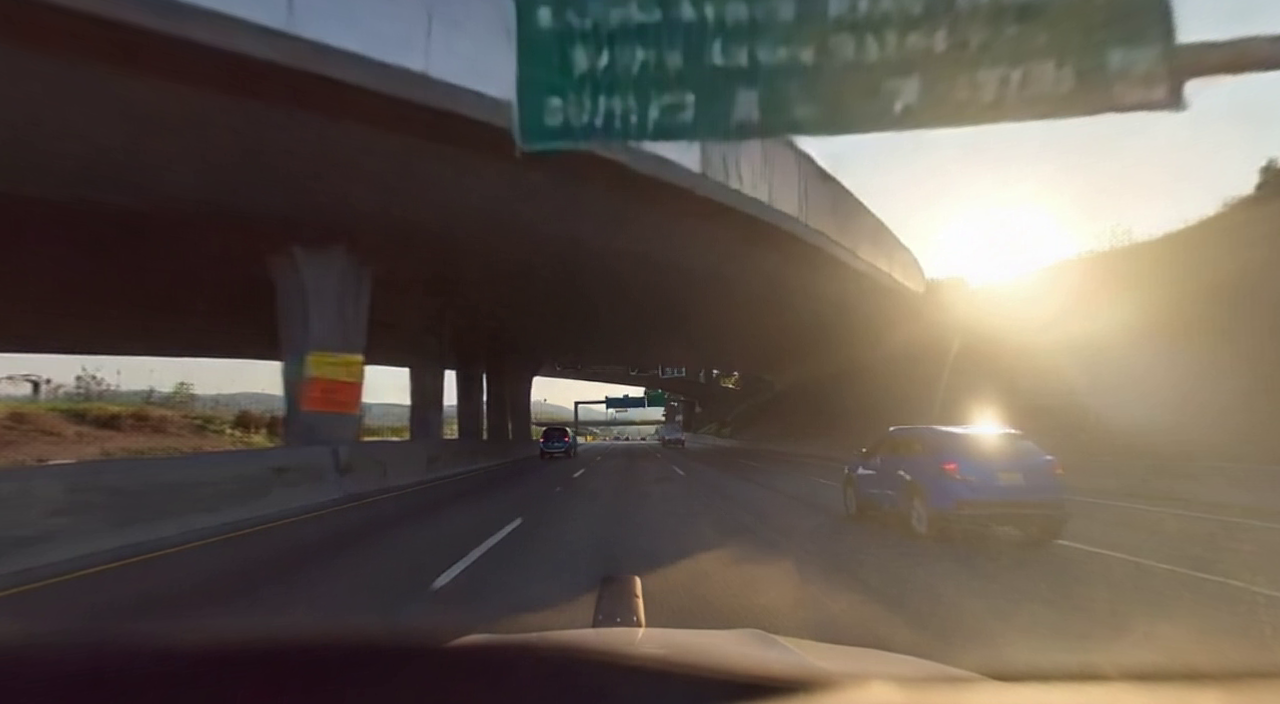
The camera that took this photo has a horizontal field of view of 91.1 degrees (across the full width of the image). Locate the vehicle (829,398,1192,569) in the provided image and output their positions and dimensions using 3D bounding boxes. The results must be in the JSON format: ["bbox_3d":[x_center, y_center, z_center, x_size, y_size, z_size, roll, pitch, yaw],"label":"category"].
[{"bbox_3d":[4.088,1.494,7.948,2.011,1.576,4.060,0,-8,-2],"label":"vehicle"}]

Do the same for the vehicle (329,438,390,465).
[{"bbox_3d":[-17.077,6.051,38.439,1.821,1.537,4.168,0,-8,-1],"label":"vehicle"}]

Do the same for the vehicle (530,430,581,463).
[{"bbox_3d":[-4.087,4.639,31.100,2.032,1.465,4.316,0,-8,-1],"label":"vehicle"}]
